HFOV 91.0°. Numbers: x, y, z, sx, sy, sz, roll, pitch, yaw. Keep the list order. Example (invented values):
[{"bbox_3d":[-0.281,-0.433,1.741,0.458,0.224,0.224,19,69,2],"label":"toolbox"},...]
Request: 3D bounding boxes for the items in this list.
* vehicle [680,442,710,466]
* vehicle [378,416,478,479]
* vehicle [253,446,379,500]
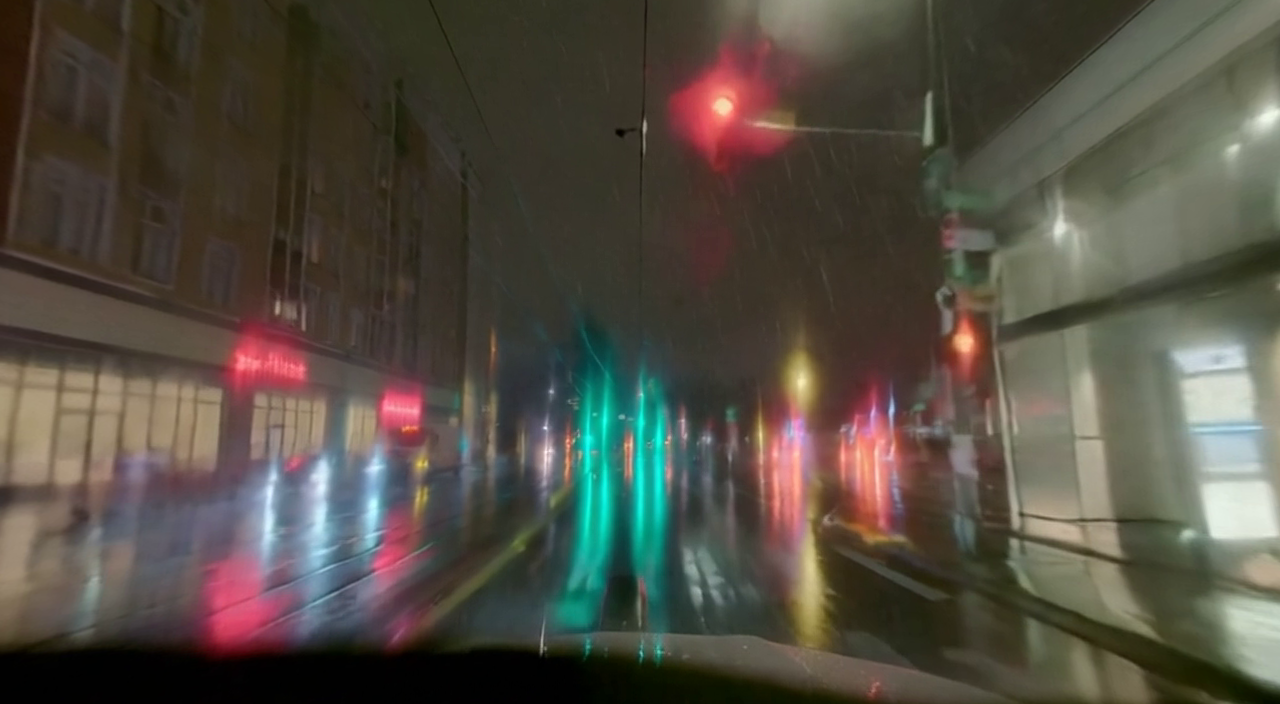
[{"bbox_3d":[3.707,6.916,43.001,1.819,1.546,3.681,0,-8,1],"label":"vehicle"},{"bbox_3d":[-10.478,4.825,32.051,2.378,2.765,7.920,0,-8,-1],"label":"vehicle"},{"bbox_3d":[-10.025,3.742,19.894,1.897,1.464,4.209,0,-8,-3],"label":"vehicle"}]
